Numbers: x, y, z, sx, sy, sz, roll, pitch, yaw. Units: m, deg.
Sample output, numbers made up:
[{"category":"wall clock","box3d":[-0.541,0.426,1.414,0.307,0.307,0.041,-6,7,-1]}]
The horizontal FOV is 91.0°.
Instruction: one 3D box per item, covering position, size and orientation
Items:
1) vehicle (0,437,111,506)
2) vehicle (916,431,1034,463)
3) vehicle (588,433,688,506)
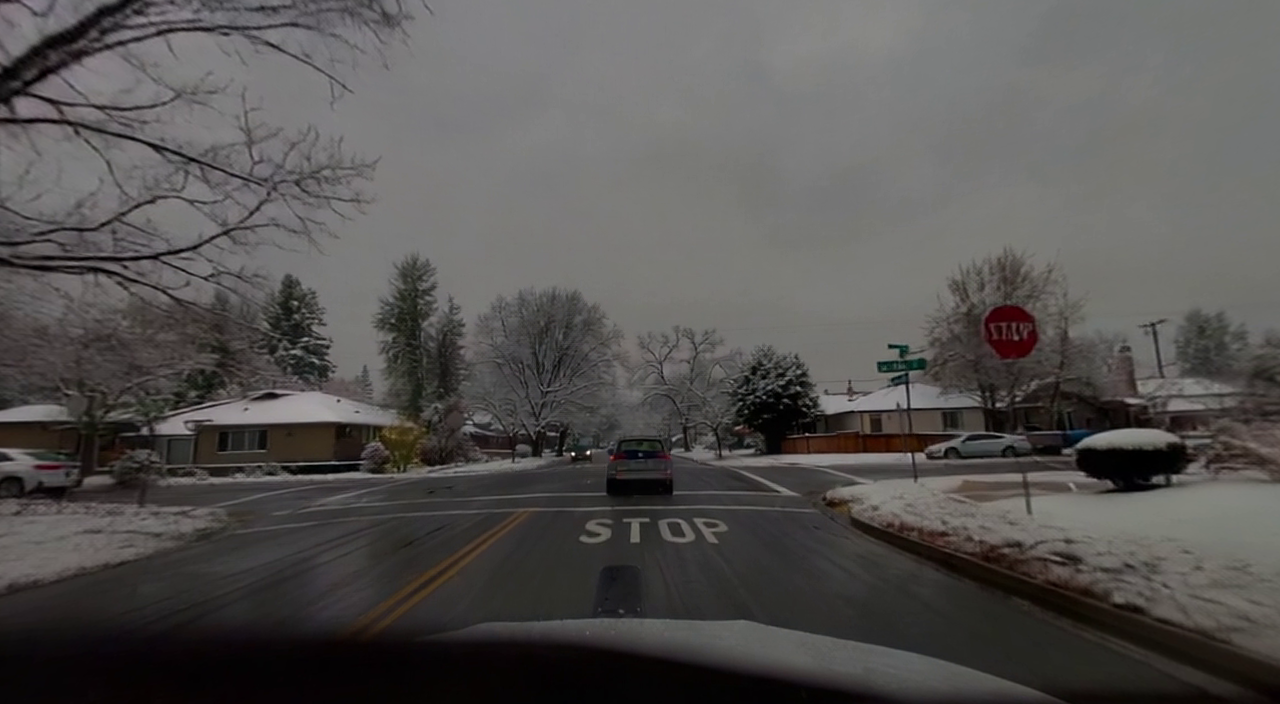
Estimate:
[{"category":"vehicle","box3d":[-20.872,3.924,20.010,5.796,1.946,2.391,-3,-10,-4]},{"category":"vehicle","box3d":[16.598,4.725,31.342,4.748,1.488,2.029,1,-9,-4]},{"category":"vehicle","box3d":[-0.106,2.743,15.124,2.043,1.484,4.340,0,-9,-2]}]
